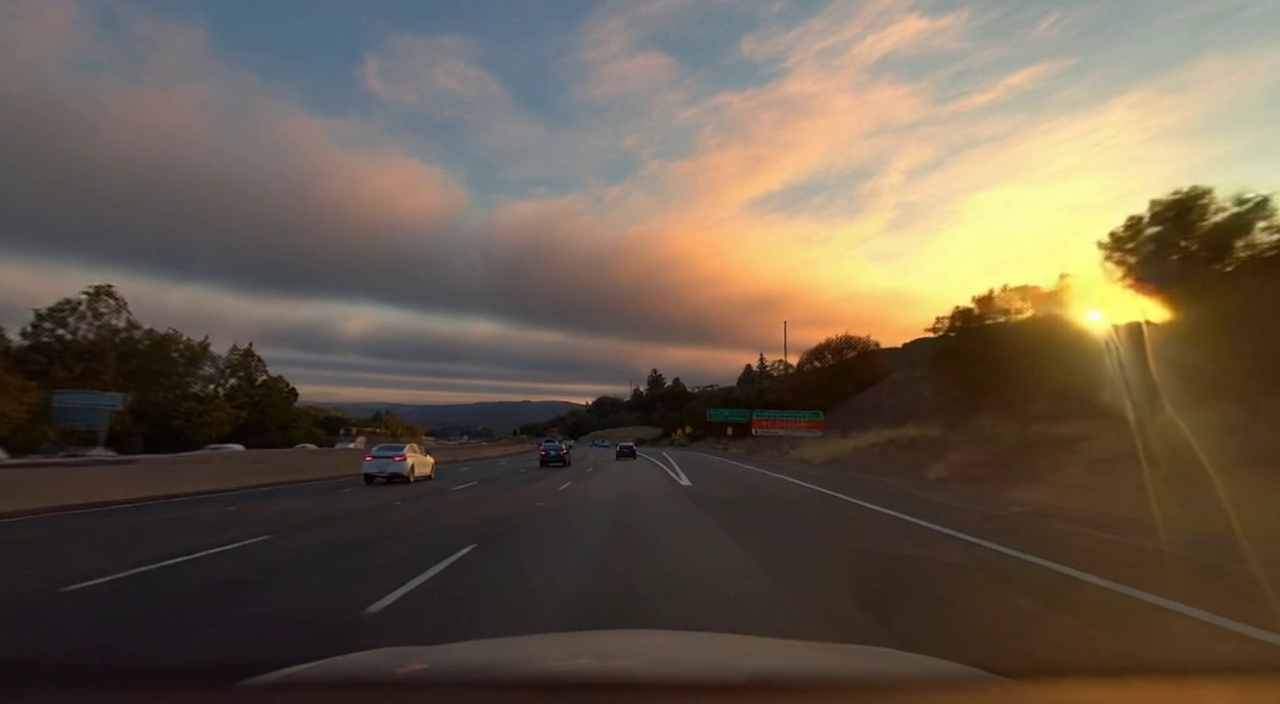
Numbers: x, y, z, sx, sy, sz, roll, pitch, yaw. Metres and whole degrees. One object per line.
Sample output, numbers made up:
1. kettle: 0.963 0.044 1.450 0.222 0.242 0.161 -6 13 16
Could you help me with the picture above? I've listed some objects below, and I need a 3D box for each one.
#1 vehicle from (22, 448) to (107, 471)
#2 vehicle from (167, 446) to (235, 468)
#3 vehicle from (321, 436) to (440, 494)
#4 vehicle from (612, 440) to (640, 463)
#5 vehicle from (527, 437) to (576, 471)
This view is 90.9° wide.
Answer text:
1. vehicle: -39.230 7.335 43.154 1.754 1.456 4.341 0 -8 -2
2. vehicle: -31.988 7.635 46.083 1.819 1.438 4.530 0 -8 -2
3. vehicle: -8.087 3.544 20.140 2.086 1.628 4.039 0 -8 -1
4. vehicle: -0.968 6.879 43.732 1.881 1.460 3.694 0 -8 -2
5. vehicle: -4.575 5.325 33.190 1.991 1.610 4.606 0 -8 -1
